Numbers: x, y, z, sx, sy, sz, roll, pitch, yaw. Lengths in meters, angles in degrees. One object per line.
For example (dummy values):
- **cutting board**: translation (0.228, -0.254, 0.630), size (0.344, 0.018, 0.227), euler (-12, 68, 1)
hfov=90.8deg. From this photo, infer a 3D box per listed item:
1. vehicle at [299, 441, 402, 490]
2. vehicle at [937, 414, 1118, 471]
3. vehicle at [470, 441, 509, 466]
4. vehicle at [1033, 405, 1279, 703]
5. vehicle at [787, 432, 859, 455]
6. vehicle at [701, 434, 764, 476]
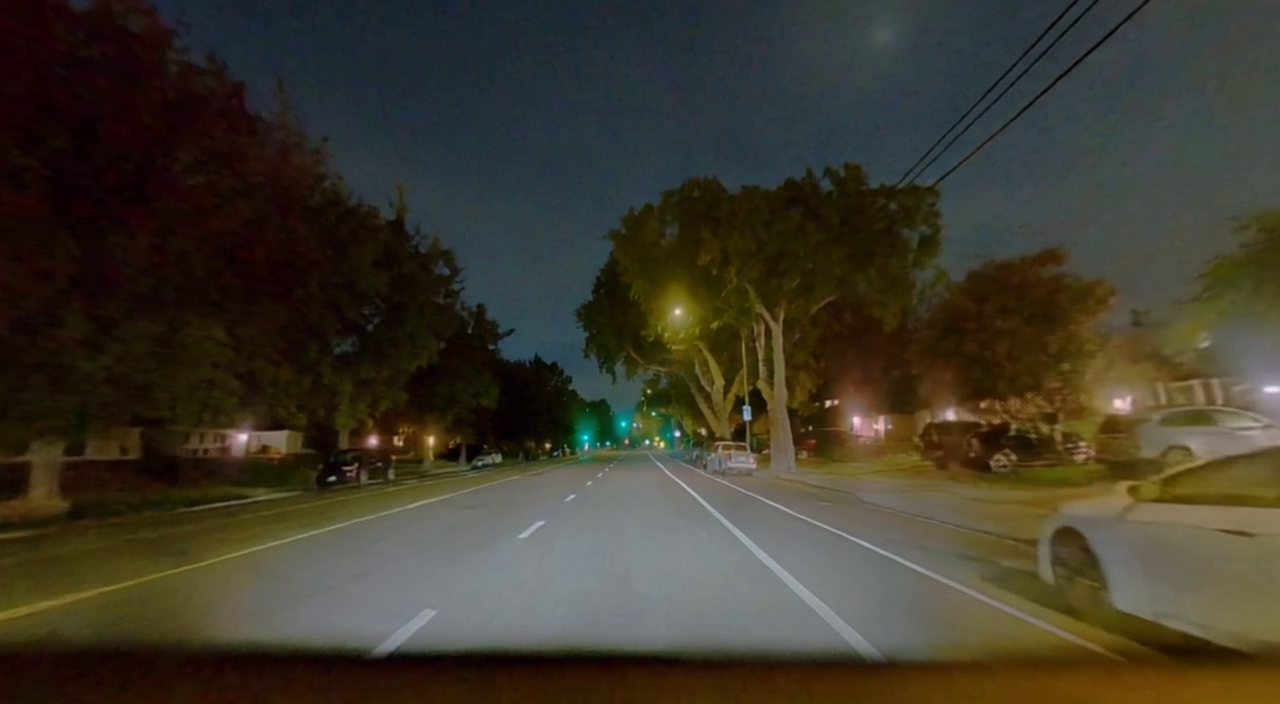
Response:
- **vehicle**: translation (-11.105, 4.347, 24.674), size (2.091, 1.717, 4.392), euler (0, -8, -3)
- **vehicle**: translation (12.096, 2.855, 19.979), size (4.364, 1.677, 2.006), euler (0, -8, -1)
- **vehicle**: translation (-11.182, 7.573, 47.080), size (1.964, 1.667, 4.217), euler (-3, -9, -2)
- **vehicle**: translation (4.123, 1.006, 2.951), size (1.901, 1.521, 4.204), euler (0, -8, 1)
- **vehicle**: translation (12.185, 6.115, 42.307), size (4.285, 1.434, 1.740), euler (0, -8, 0)
- **vehicle**: translation (3.892, 4.419, 27.449), size (2.007, 1.657, 4.362), euler (0, -8, -1)
